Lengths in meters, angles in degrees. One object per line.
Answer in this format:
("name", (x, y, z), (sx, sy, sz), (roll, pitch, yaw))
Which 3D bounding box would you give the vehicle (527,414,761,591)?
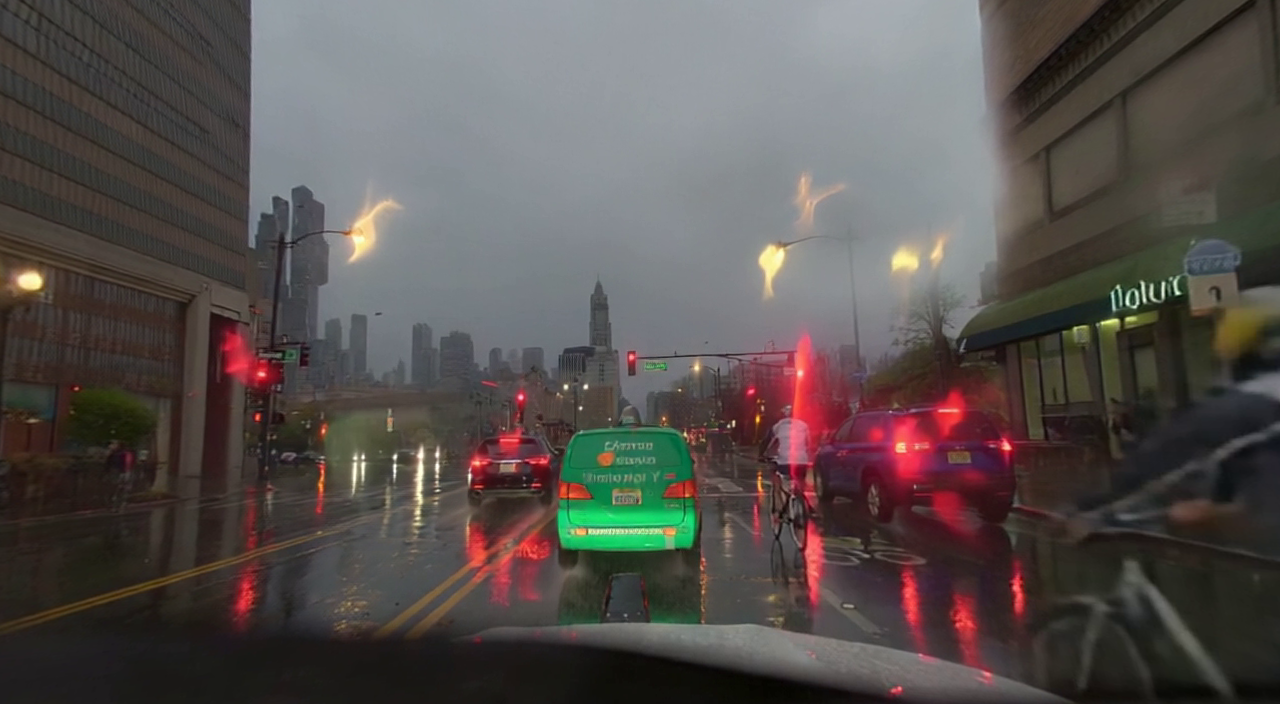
("vehicle", (0.012, 1.655, 7.735), (2.091, 1.557, 4.000), (0, -9, -1))

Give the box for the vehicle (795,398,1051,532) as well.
("vehicle", (4.508, 1.911, 11.136), (2.142, 1.829, 4.767), (0, -9, -2))

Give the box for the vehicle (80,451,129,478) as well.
("vehicle", (-37.994, 7.921, 44.672), (2.264, 1.722, 4.721), (7, -12, -42))

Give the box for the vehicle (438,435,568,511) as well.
("vehicle", (-2.944, 2.707, 14.626), (2.039, 1.452, 4.489), (0, -9, -1))
